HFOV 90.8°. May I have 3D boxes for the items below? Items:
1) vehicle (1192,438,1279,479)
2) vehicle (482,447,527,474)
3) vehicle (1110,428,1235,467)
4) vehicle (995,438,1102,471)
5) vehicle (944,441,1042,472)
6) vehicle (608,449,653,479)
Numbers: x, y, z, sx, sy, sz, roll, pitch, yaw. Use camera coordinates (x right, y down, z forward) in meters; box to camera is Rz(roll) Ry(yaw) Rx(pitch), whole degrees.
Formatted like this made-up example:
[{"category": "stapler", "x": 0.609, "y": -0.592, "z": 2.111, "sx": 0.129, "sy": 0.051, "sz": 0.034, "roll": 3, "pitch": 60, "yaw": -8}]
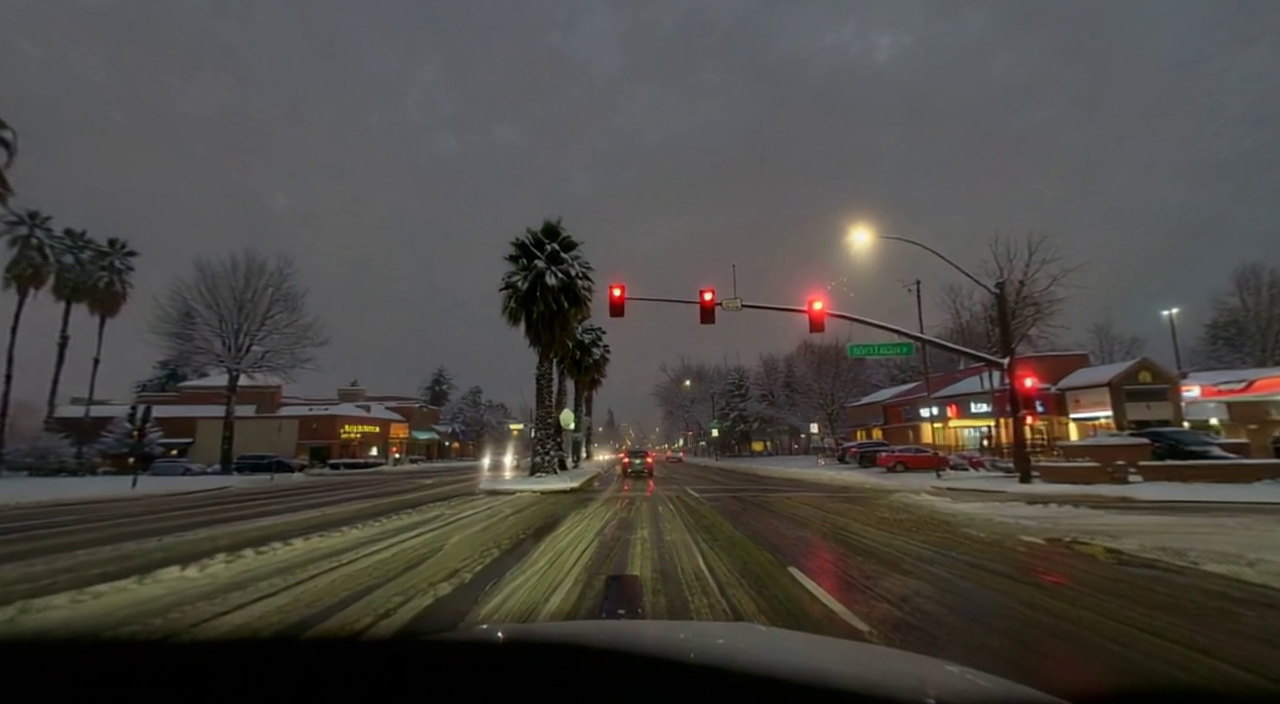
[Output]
[{"category": "vehicle", "x": 24.067, "y": 4.112, "z": 24.633, "sx": 1.738, "sy": 1.462, "sz": 3.609, "roll": 0, "pitch": -8, "yaw": 0}, {"category": "vehicle", "x": -9.402, "y": 7.574, "z": 44.374, "sx": 2.102, "sy": 1.792, "sz": 4.828, "roll": 0, "pitch": -8, "yaw": 0}, {"category": "vehicle", "x": 24.381, "y": 4.397, "z": 29.058, "sx": 3.783, "sy": 1.560, "sz": 1.853, "roll": -4, "pitch": -10, "yaw": 9}, {"category": "vehicle", "x": 19.409, "y": 4.889, "z": 30.193, "sx": 3.833, "sy": 1.495, "sz": 1.892, "roll": -3, "pitch": -9, "yaw": 16}, {"category": "vehicle", "x": 18.334, "y": 5.438, "z": 32.976, "sx": 3.962, "sy": 1.529, "sz": 1.867, "roll": -2, "pitch": -9, "yaw": 8}, {"category": "vehicle", "x": -0.566, "y": 5.995, "z": 34.210, "sx": 2.270, "sy": 1.475, "sz": 4.571, "roll": 0, "pitch": -8, "yaw": -2}]
